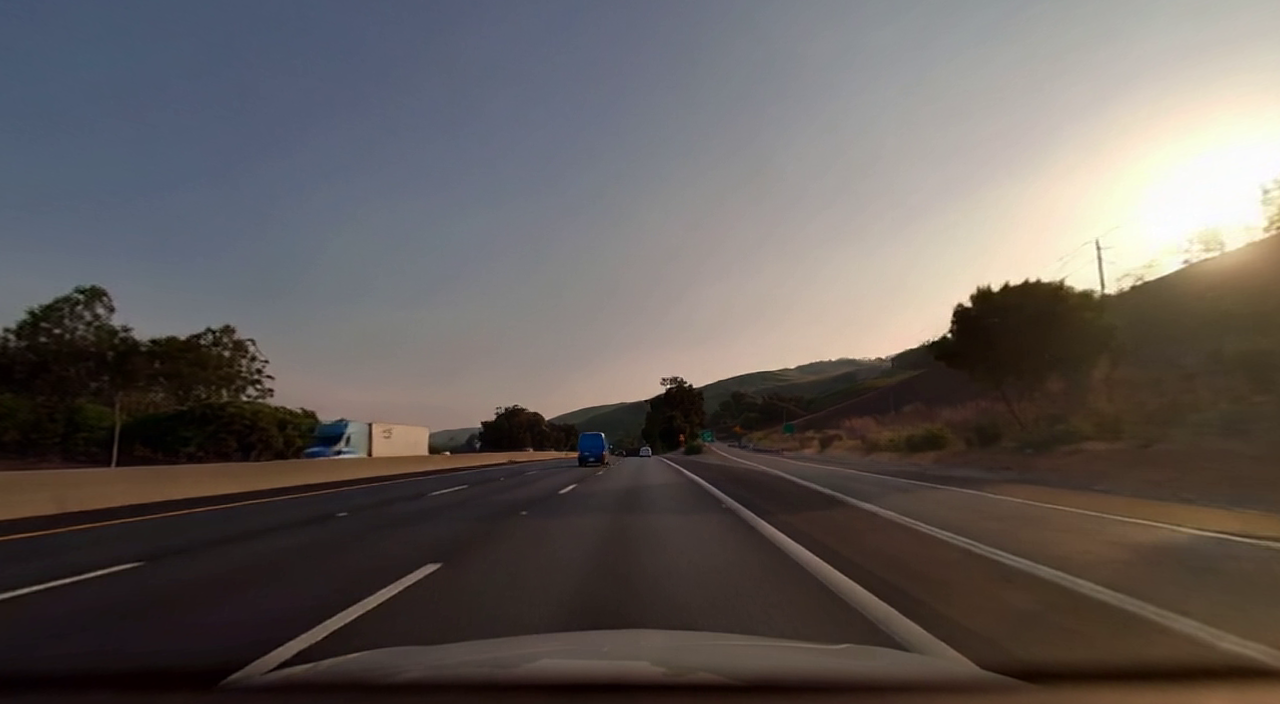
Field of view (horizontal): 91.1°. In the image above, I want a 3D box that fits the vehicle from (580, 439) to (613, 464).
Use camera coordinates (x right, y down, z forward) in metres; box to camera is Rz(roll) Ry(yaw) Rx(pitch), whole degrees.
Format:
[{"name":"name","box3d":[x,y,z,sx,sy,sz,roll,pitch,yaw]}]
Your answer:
[{"name":"vehicle","box3d":[-3.325,7.676,48.548,2.169,1.849,4.639,0,-8,1]}]
